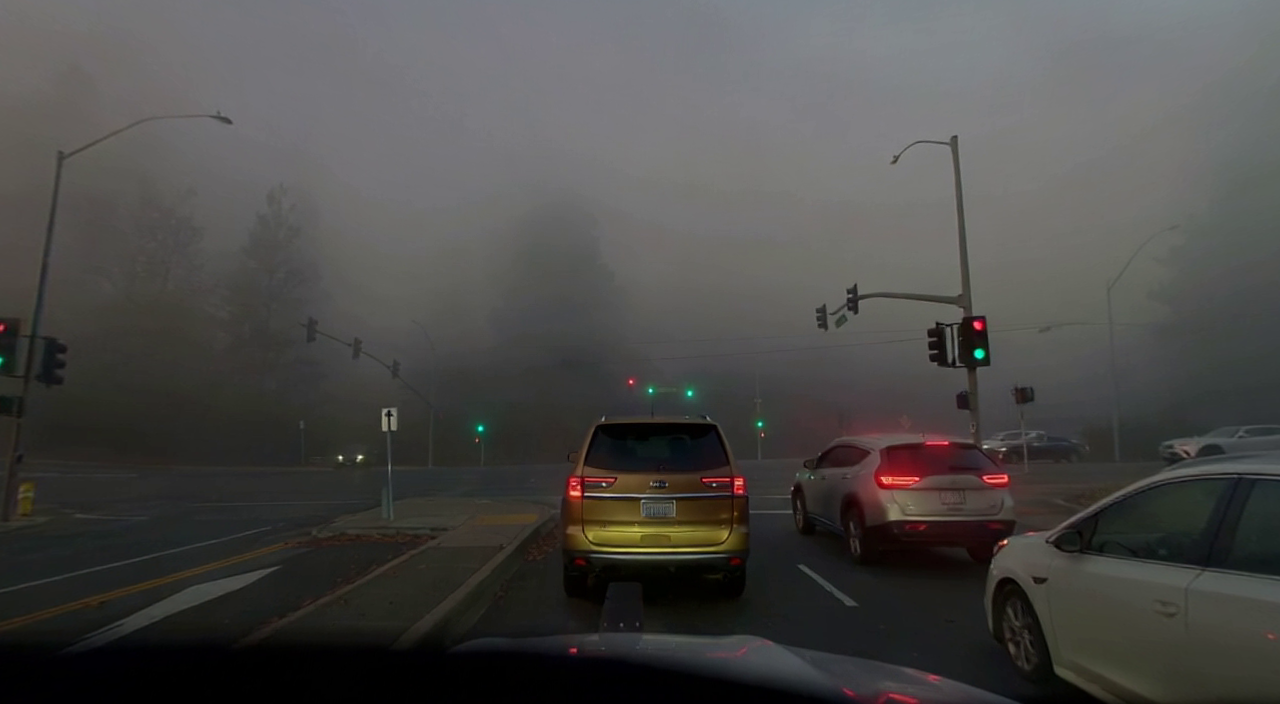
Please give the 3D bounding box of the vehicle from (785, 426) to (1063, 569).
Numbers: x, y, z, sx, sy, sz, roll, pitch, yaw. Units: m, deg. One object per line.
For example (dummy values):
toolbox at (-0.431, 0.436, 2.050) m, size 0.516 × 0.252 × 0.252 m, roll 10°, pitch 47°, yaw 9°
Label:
vehicle at (3.521, 1.861, 8.885) m, size 1.861 × 1.495 × 4.215 m, roll 0°, pitch -8°, yaw -1°

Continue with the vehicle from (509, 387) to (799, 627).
vehicle at (0.102, 1.494, 7.060) m, size 2.170 × 1.793 × 4.468 m, roll 0°, pitch -8°, yaw 0°

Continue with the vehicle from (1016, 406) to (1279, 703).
vehicle at (3.157, 0.815, 1.416) m, size 1.924 × 1.466 × 4.461 m, roll 0°, pitch -8°, yaw 1°
